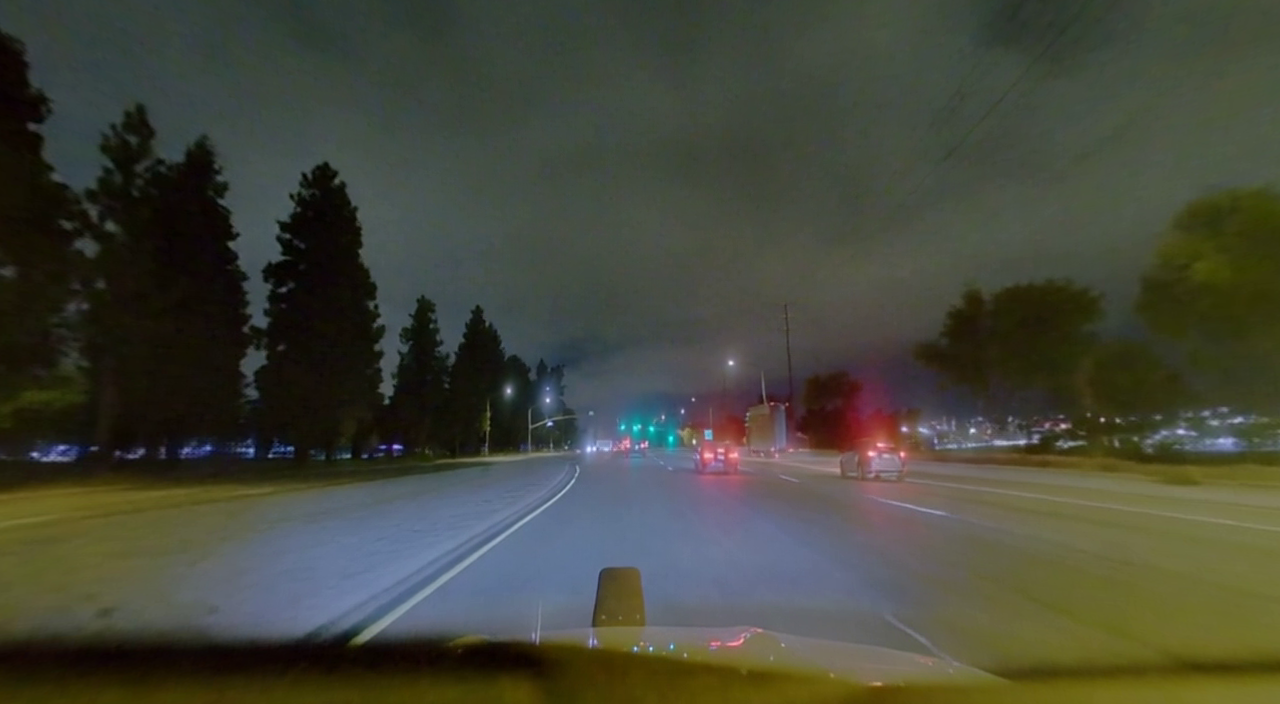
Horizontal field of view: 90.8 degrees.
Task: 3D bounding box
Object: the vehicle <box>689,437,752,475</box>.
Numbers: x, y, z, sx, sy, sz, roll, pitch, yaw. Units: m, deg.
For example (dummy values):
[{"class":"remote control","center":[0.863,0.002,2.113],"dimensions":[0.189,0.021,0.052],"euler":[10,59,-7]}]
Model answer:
[{"class":"vehicle","center":[3.323,4.386,26.948],"dimensions":[1.948,1.479,4.620],"euler":[1,-8,-1]}]
